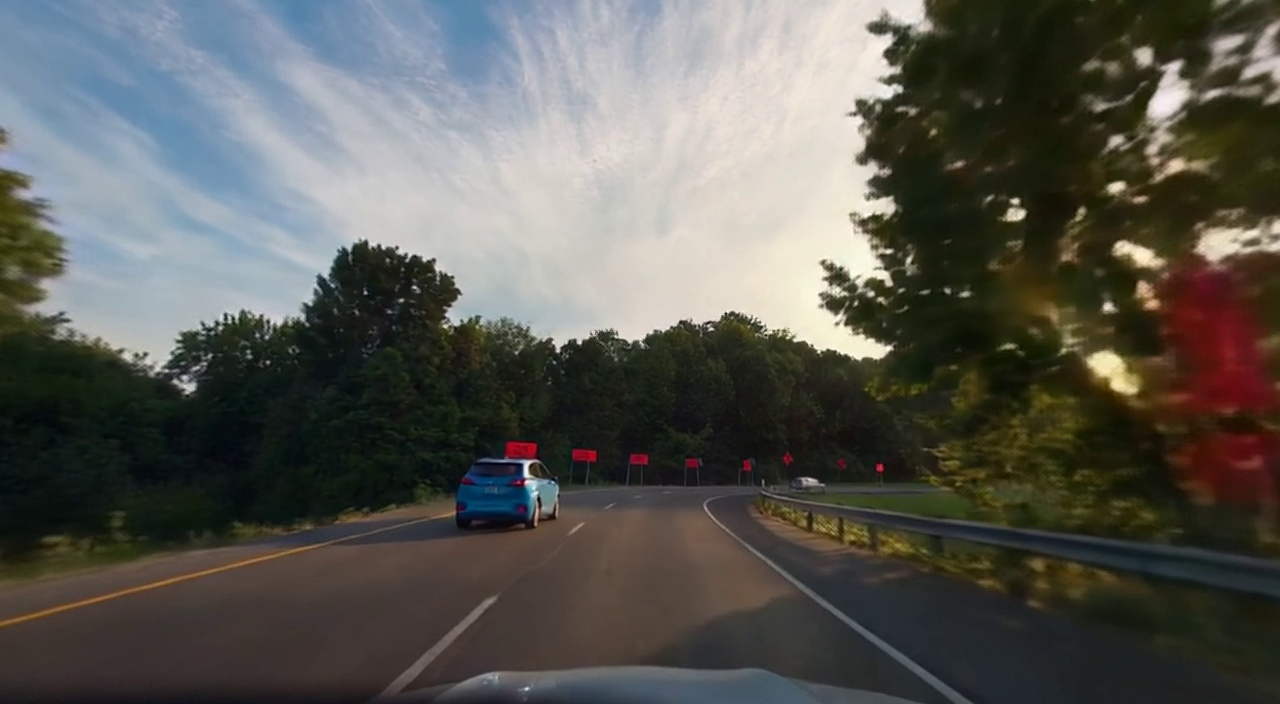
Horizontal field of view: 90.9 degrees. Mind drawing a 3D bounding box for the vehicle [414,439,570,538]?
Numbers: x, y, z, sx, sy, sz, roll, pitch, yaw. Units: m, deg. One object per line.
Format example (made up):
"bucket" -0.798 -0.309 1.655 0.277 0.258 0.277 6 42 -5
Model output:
"vehicle" -2.851 2.814 13.334 1.997 1.692 4.422 0 -11 3
